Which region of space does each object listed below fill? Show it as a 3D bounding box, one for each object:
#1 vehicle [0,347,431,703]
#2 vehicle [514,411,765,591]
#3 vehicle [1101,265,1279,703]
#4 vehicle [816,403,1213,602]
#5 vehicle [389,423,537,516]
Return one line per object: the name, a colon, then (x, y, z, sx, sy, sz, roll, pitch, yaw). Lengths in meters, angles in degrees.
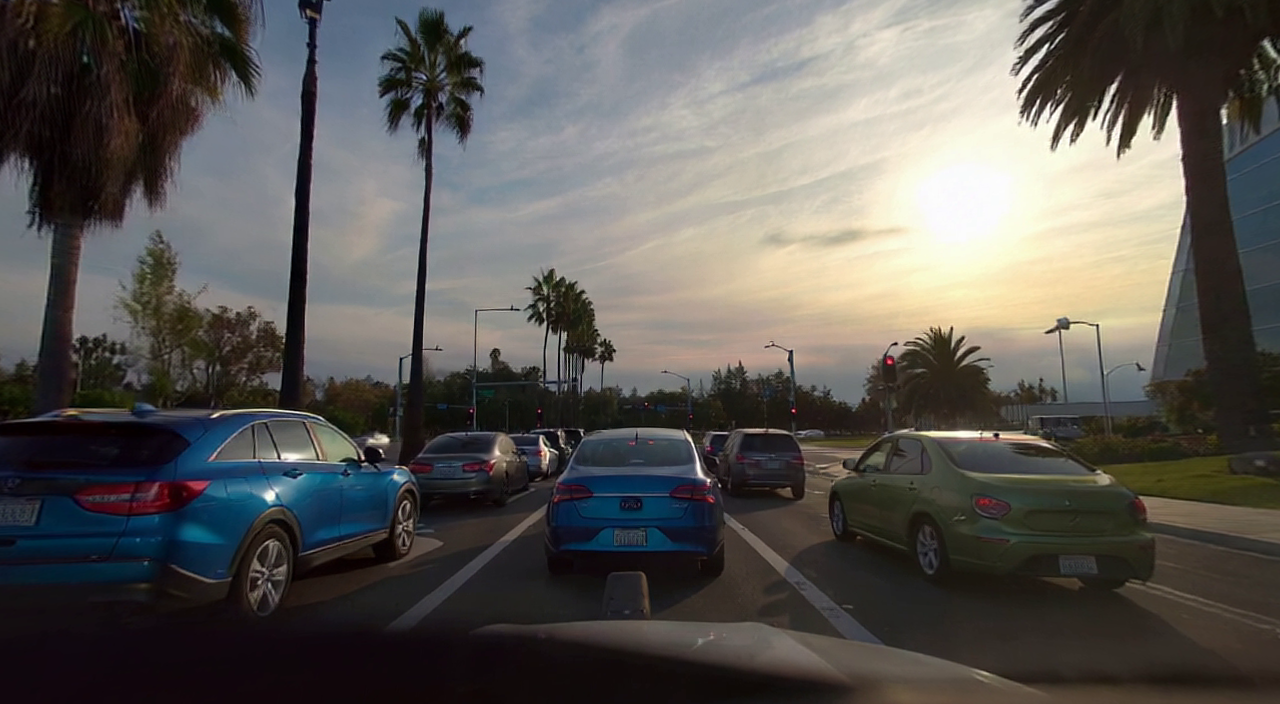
vehicle: (-3.541, 1.172, 5.379, 2.014, 1.775, 4.404, 0, -8, -1)
vehicle: (-0.046, 1.647, 7.837, 2.219, 1.586, 4.321, 0, -8, -1)
vehicle: (2.980, 0.428, 0.233, 2.117, 1.879, 4.715, 0, -8, 2)
vehicle: (3.838, 1.618, 7.680, 2.064, 1.696, 4.431, 0, -8, -1)
vehicle: (-3.466, 2.377, 13.167, 1.917, 1.631, 3.768, 0, -8, 1)
